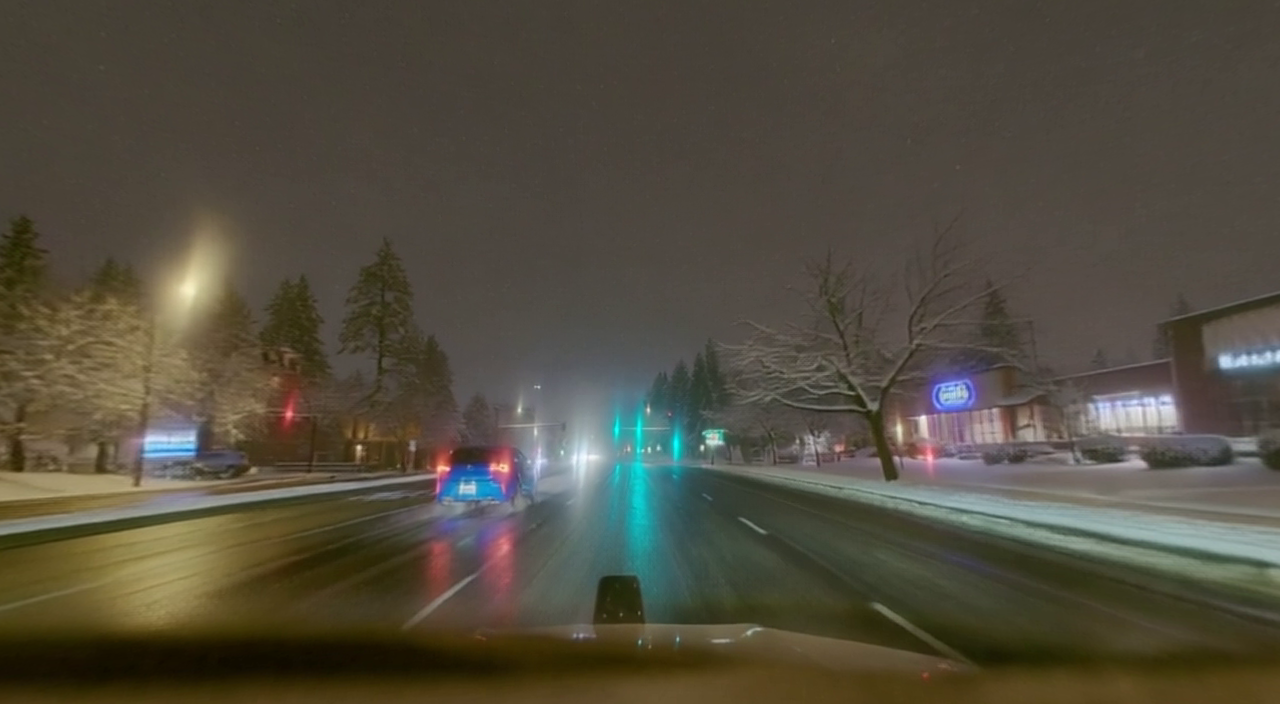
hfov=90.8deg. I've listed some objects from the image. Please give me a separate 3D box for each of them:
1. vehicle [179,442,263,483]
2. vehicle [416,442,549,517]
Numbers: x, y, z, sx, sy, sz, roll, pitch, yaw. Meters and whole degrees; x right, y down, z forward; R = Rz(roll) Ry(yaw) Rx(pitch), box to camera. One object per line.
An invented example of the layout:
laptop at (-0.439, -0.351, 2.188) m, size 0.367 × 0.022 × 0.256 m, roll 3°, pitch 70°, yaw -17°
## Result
vehicle at (-26.175, 6.911, 39.587) m, size 3.358 × 2.439 × 2.686 m, roll 1°, pitch -9°, yaw -7°
vehicle at (-3.448, 2.880, 14.747) m, size 2.005 × 1.477 × 4.169 m, roll 0°, pitch -9°, yaw 0°
